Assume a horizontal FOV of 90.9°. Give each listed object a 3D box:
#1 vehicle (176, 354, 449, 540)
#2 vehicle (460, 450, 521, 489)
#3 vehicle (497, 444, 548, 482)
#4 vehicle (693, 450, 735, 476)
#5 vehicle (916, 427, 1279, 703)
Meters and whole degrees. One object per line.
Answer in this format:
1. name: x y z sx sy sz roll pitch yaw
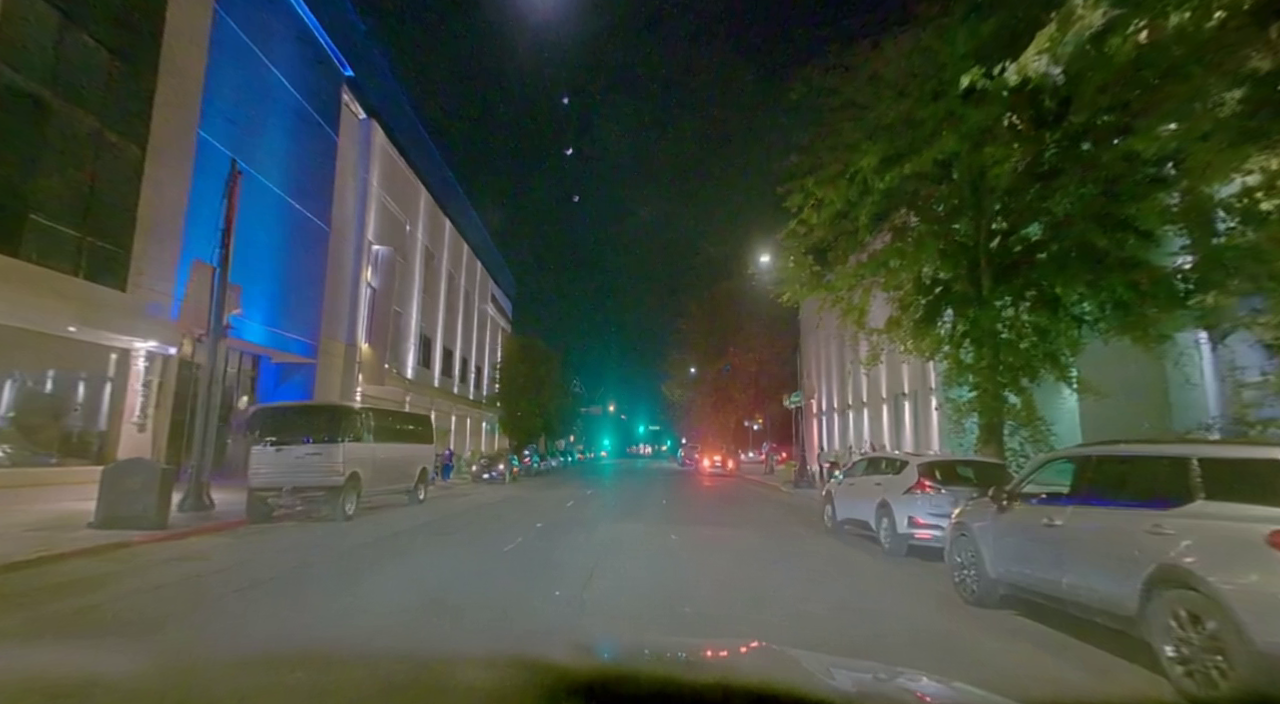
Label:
1. vehicle: -6.898 2.167 14.604 2.851 3.375 6.057 0 -8 2
2. vehicle: -6.835 5.369 29.230 1.917 1.487 4.659 -2 -8 -3
3. vehicle: -6.682 6.341 36.310 2.238 1.891 4.780 -1 -7 -2
4. vehicle: 4.481 6.776 38.788 1.973 1.494 4.867 0 -9 0
5. vehicle: 3.831 1.249 3.760 2.065 1.520 4.853 0 -9 -1
